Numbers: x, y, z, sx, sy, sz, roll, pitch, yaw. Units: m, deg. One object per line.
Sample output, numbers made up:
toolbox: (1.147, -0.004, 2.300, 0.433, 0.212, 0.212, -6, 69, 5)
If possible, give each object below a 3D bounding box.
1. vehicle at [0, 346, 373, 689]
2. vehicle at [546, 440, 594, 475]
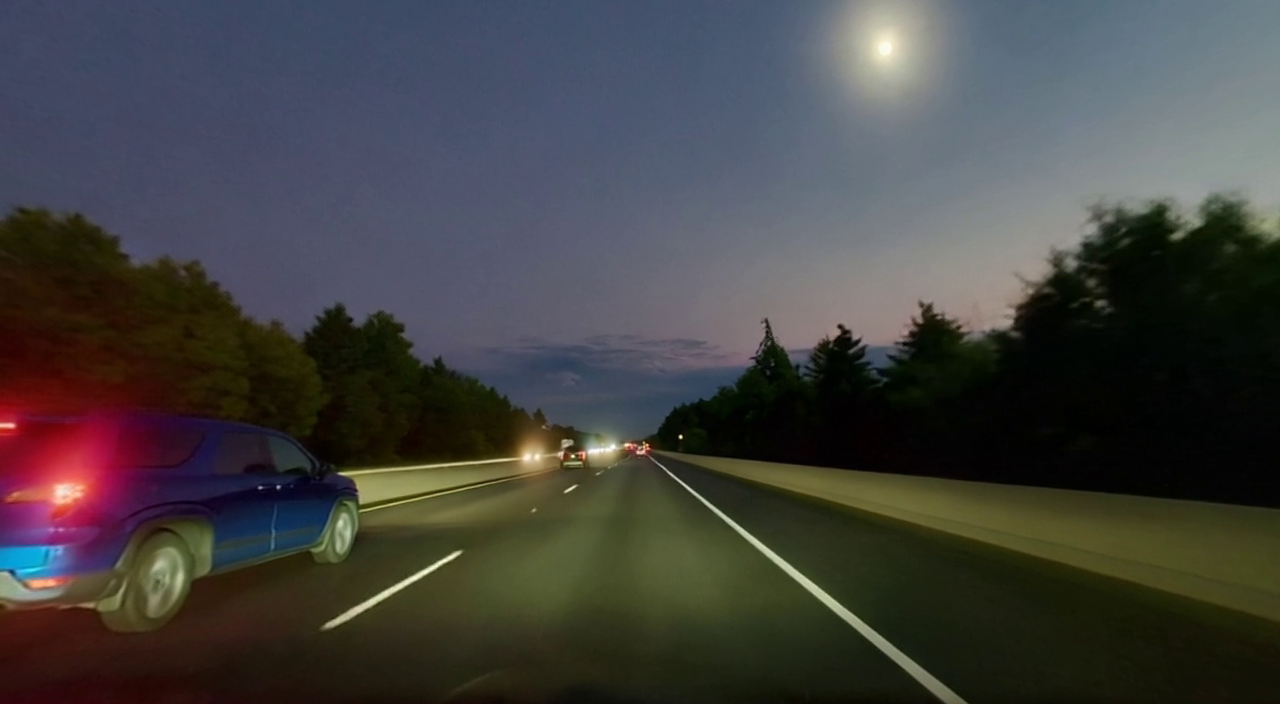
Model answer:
vehicle: (-4.634, 1.290, 5.944, 2.102, 1.941, 4.703, 0, -9, 1)
vehicle: (-3.812, 5.886, 35.180, 2.056, 1.811, 4.202, -1, -9, 2)
